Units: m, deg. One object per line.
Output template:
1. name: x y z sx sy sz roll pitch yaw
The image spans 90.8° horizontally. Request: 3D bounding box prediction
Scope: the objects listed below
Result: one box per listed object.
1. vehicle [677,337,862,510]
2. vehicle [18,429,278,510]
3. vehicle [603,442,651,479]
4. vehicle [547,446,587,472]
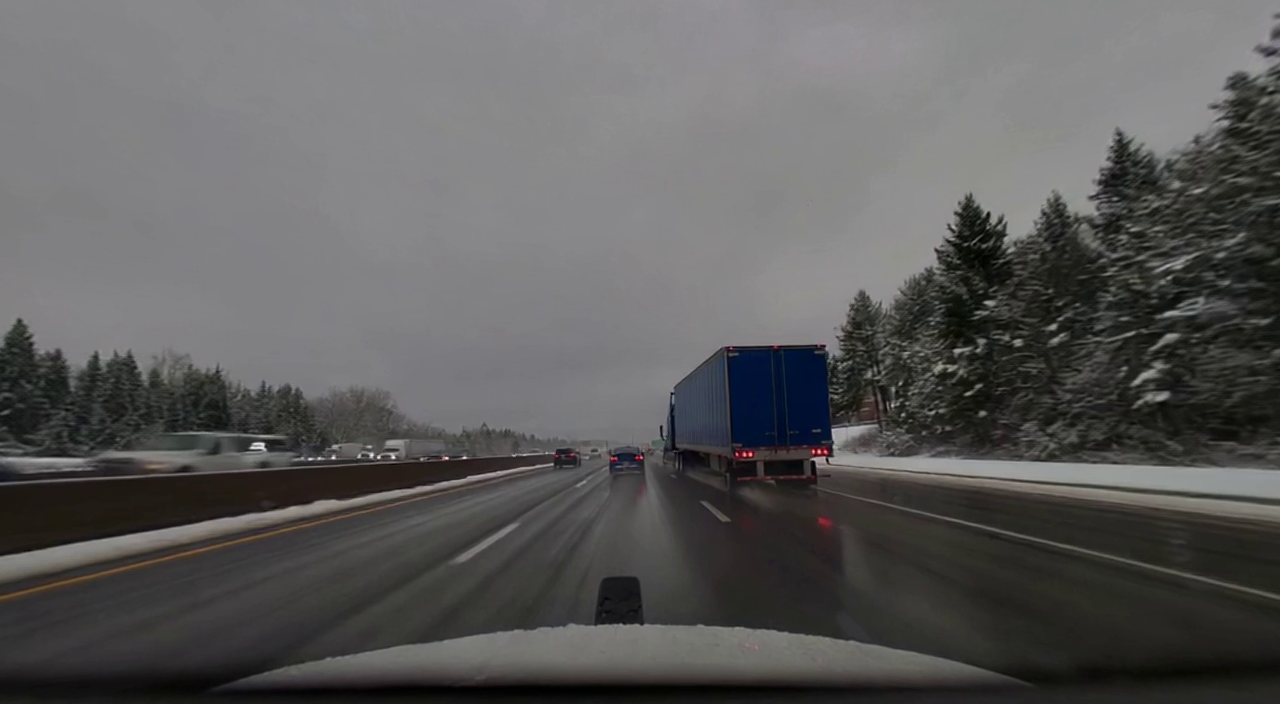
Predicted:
1. vehicle: 3.537 2.888 23.115 2.996 4.123 15.965 0 -9 -2
2. vehicle: -11.006 2.648 14.652 1.983 1.565 4.367 -2 -9 13
3. vehicle: -0.616 5.273 30.950 2.191 1.685 4.015 0 -9 -1
4. vehicle: -4.478 6.664 39.501 1.995 1.491 4.317 0 -9 0
